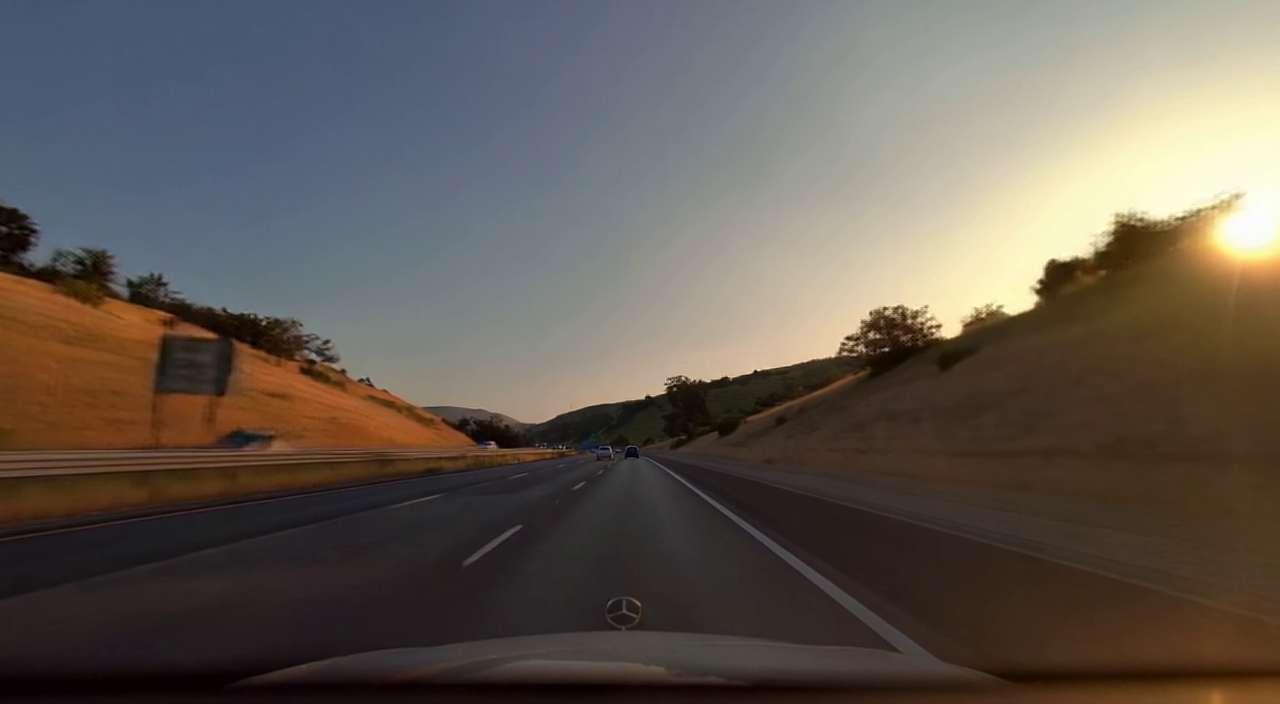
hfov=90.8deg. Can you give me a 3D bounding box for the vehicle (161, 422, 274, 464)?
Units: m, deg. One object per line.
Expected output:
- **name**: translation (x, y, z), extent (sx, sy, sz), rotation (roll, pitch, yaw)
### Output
- **vehicle**: translation (-19.226, 4.199, 29.009), extent (1.984, 1.749, 4.632), rotation (0, -9, -1)
